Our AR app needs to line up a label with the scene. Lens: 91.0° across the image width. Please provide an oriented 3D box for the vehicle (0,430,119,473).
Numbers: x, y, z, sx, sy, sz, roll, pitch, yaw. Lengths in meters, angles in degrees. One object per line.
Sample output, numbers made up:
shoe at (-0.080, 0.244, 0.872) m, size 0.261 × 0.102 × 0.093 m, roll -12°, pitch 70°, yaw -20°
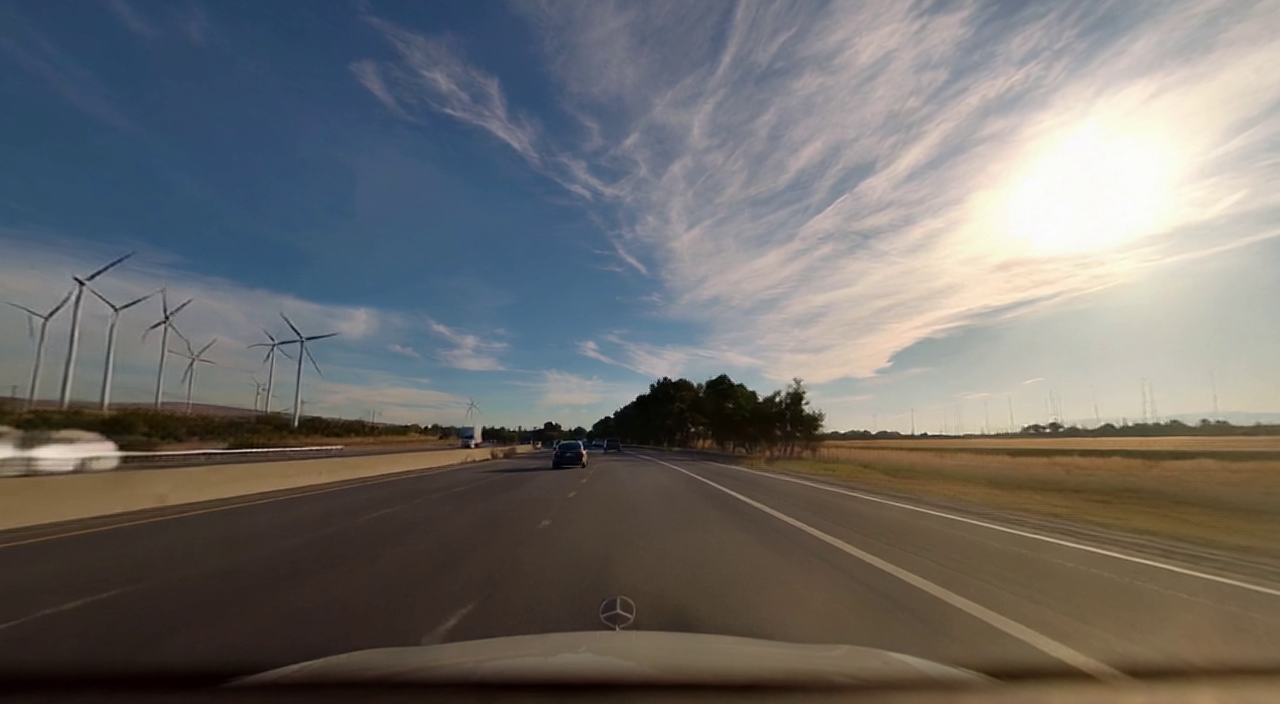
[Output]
vehicle at (-23.198, 3.849, 24.585) m, size 1.941 × 1.483 × 4.526 m, roll 0°, pitch -8°, yaw -2°

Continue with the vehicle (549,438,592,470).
vehicle at (-3.664, 5.452, 33.964) m, size 2.053 × 1.549 × 4.097 m, roll 0°, pitch -8°, yaw -3°
